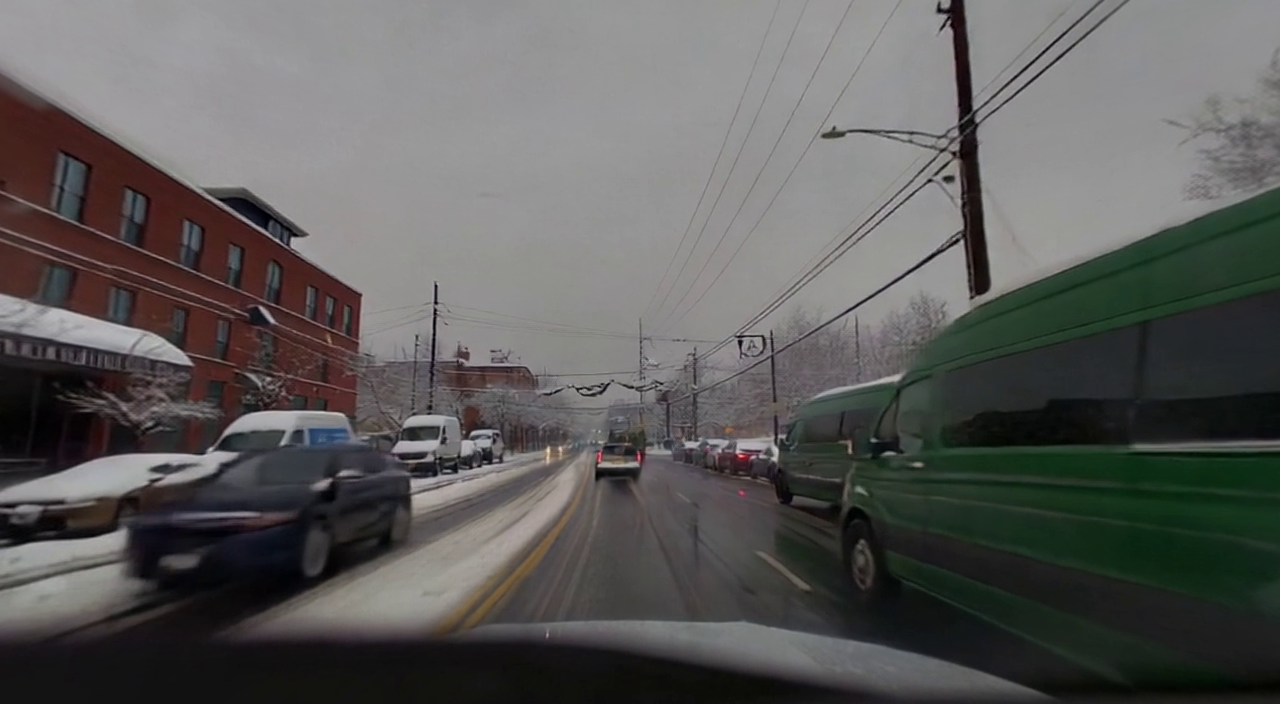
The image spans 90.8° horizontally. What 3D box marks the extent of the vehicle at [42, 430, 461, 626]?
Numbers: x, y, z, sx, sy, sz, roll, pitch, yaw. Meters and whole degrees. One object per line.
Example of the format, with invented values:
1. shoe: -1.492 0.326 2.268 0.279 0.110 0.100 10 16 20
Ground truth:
1. vehicle: -3.625 1.688 7.133 1.974 1.484 4.400 0 -9 -1

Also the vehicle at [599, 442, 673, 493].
1. vehicle: -0.170 3.668 20.445 2.112 1.464 4.411 0 -8 -1

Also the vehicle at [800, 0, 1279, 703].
1. vehicle: 2.937 0.284 2.763 2.419 2.927 6.907 0 -8 -2
